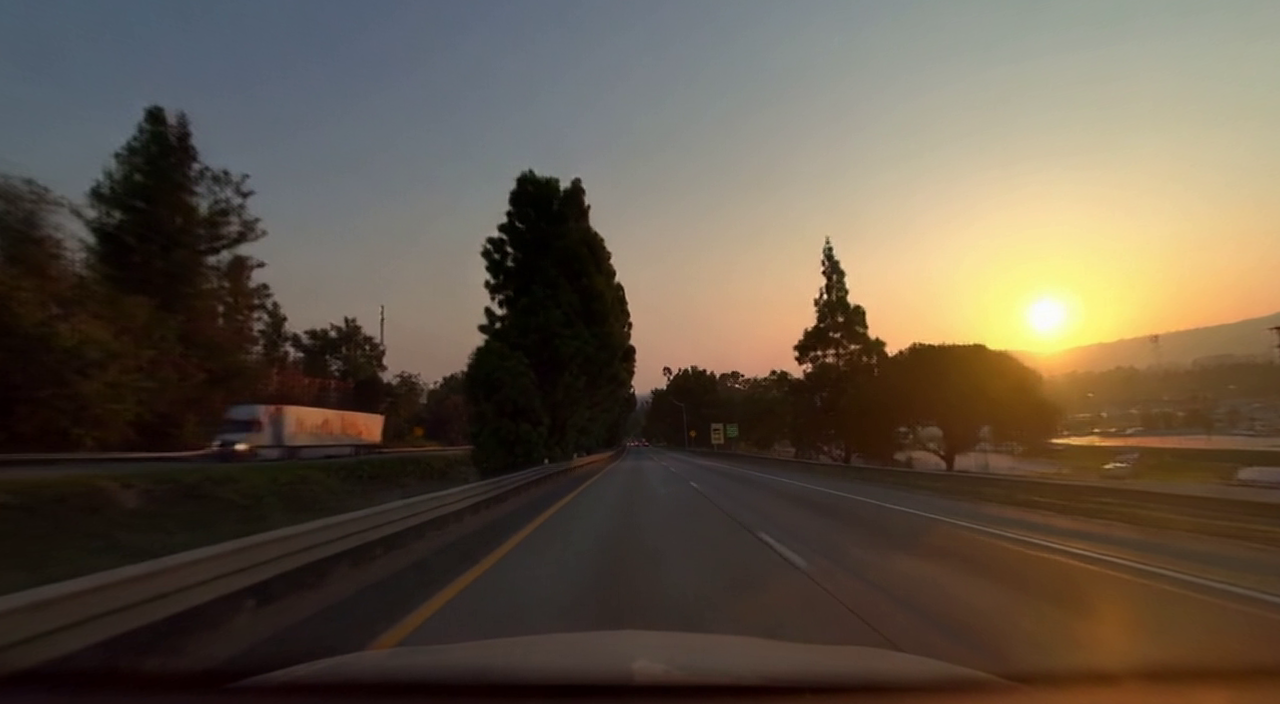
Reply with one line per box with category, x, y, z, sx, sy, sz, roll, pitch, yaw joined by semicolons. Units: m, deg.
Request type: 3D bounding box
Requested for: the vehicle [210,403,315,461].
vehicle;-28.620;6.191;48.414;3.009;4.008;8.149;0;-8;-1
